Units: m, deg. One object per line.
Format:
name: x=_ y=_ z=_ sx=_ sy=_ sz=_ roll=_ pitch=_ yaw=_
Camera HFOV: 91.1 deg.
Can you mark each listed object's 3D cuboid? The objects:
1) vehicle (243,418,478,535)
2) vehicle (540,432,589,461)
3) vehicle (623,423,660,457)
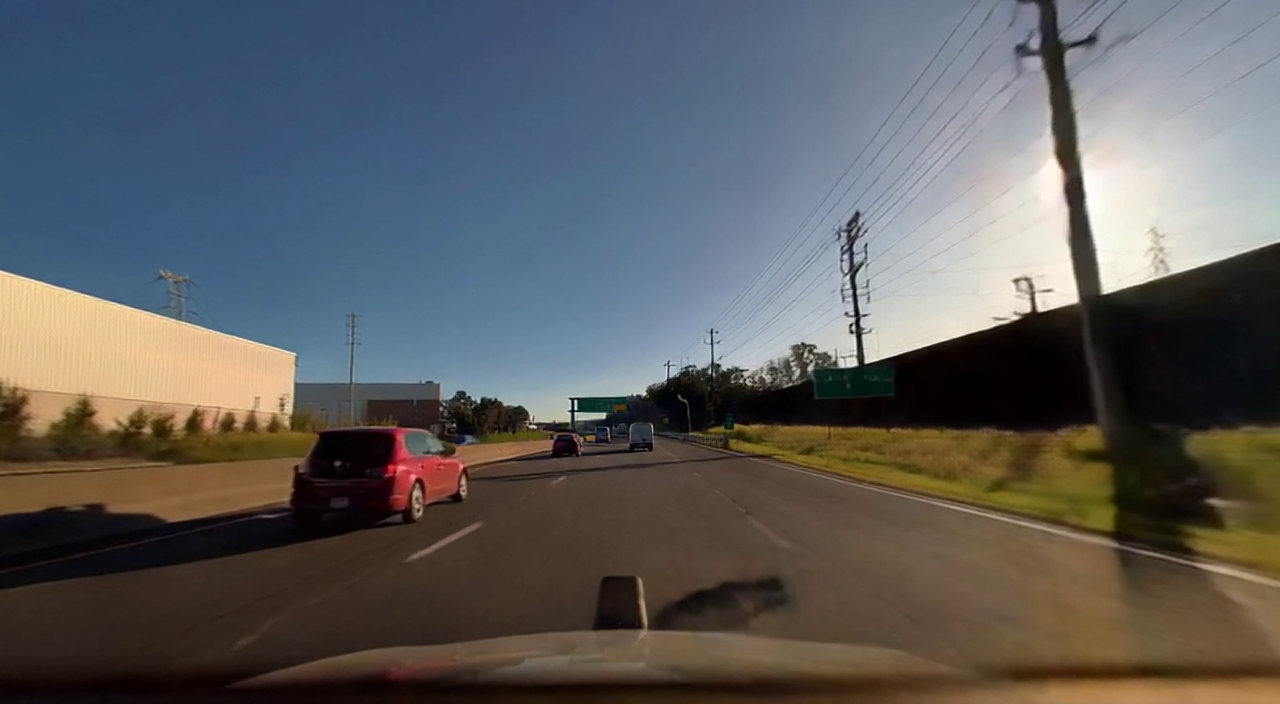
vehicle: x=-4.309 y=1.961 z=10.597 sx=2.058 sy=1.557 sz=4.125 roll=0 pitch=-8 yaw=0
vehicle: x=-4.067 y=5.151 z=34.483 sx=2.087 sy=1.464 sz=4.853 roll=0 pitch=-8 yaw=0
vehicle: x=0.030 y=5.628 z=40.346 sx=2.213 sy=1.997 sz=4.456 roll=0 pitch=-8 yaw=-1
